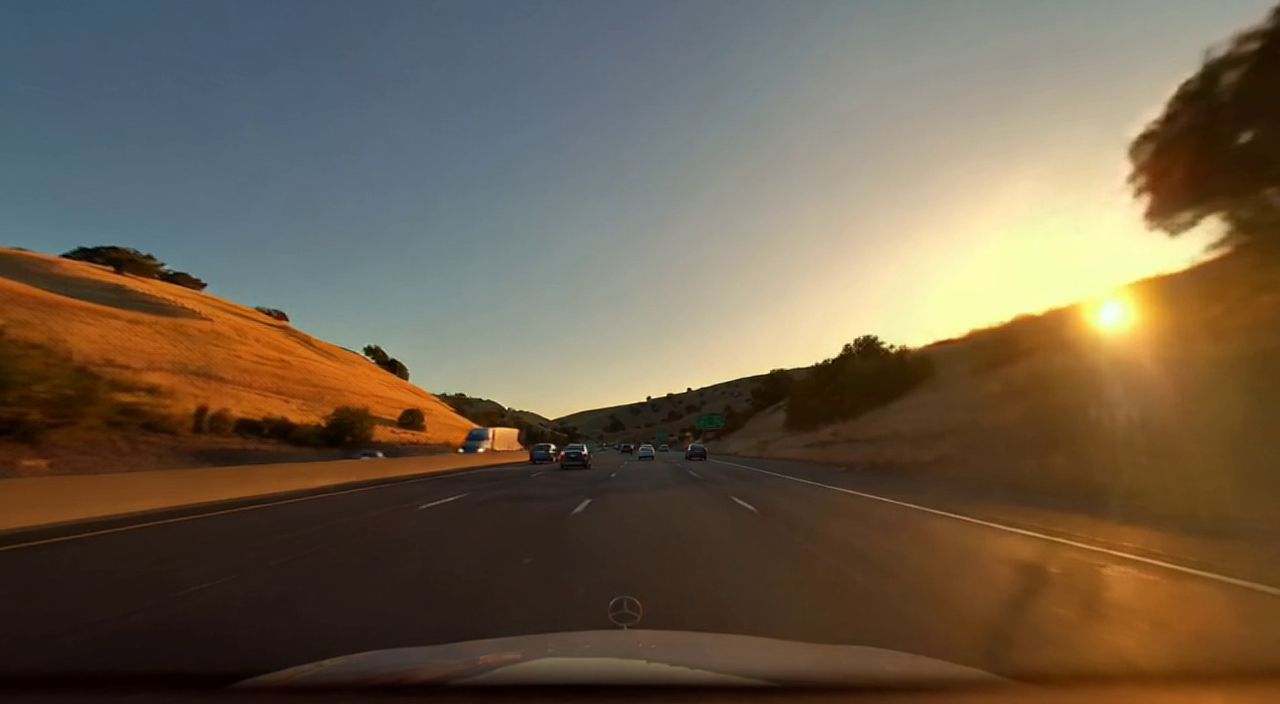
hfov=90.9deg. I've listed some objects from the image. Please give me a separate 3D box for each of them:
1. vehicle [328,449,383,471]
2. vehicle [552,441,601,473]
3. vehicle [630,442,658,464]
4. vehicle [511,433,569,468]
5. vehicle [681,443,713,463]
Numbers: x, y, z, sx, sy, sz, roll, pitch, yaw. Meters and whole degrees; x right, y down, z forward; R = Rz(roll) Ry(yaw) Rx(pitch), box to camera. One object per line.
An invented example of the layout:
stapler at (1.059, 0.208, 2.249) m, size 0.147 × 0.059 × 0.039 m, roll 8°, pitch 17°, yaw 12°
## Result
vehicle at (-21.099, 8.001, 46.950) m, size 1.846 × 1.471 × 4.747 m, roll 0°, pitch -8°, yaw 1°
vehicle at (-3.296, 5.568, 33.733) m, size 2.091 × 1.552 × 4.516 m, roll 0°, pitch -8°, yaw 1°
vehicle at (0.273, 7.635, 47.905) m, size 2.031 × 1.566 × 3.904 m, roll 0°, pitch -8°, yaw 0°
vehicle at (-6.342, 6.379, 40.871) m, size 2.589 × 2.063 × 6.206 m, roll 0°, pitch -8°, yaw 1°
vehicle at (4.390, 7.899, 49.439) m, size 2.027 × 1.525 × 4.348 m, roll 0°, pitch -8°, yaw -1°
